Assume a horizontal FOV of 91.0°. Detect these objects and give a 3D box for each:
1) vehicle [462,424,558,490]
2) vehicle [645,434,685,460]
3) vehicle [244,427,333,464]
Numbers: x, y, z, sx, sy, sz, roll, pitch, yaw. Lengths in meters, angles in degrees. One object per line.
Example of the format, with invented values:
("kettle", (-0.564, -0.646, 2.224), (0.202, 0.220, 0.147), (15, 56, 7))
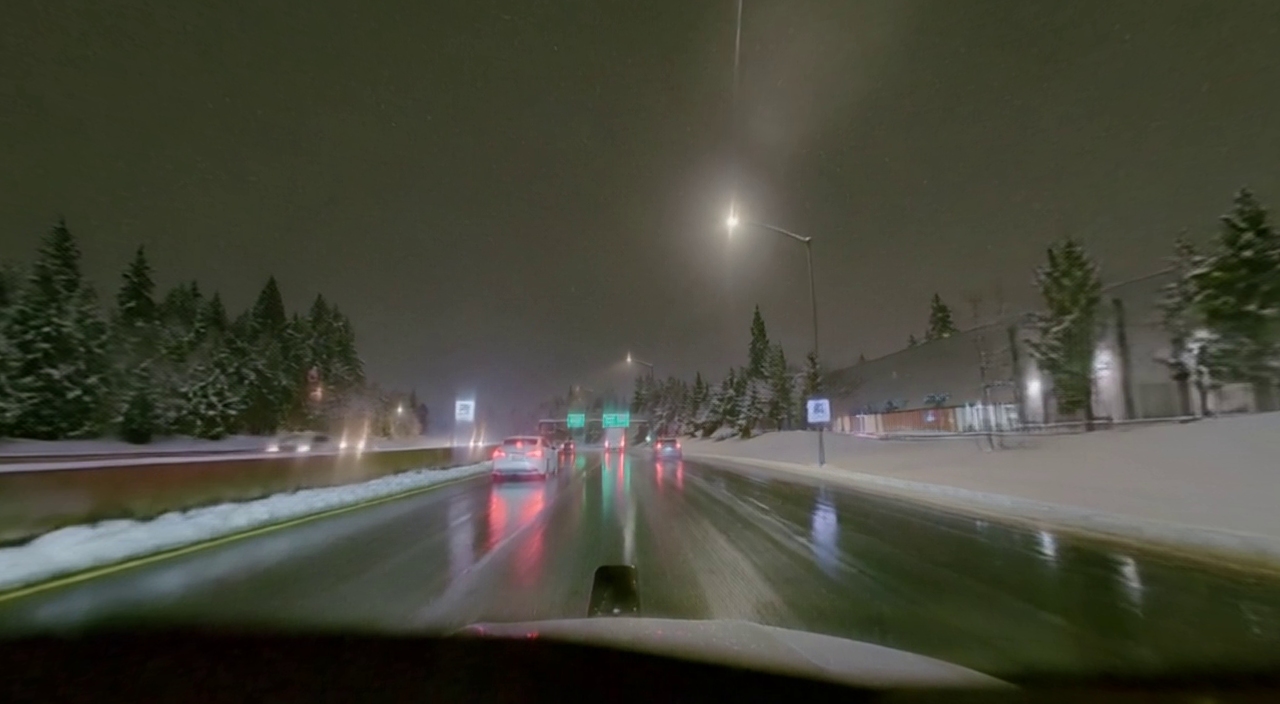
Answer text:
("vehicle", (-3.744, 3.103, 19.006), (2.080, 1.733, 4.410), (0, -8, -2))
("vehicle", (1.628, 6.346, 42.175), (2.078, 1.608, 3.982), (0, -8, -6))
("vehicle", (-16.032, 4.280, 28.990), (1.908, 1.549, 4.202), (0, -8, -4))
